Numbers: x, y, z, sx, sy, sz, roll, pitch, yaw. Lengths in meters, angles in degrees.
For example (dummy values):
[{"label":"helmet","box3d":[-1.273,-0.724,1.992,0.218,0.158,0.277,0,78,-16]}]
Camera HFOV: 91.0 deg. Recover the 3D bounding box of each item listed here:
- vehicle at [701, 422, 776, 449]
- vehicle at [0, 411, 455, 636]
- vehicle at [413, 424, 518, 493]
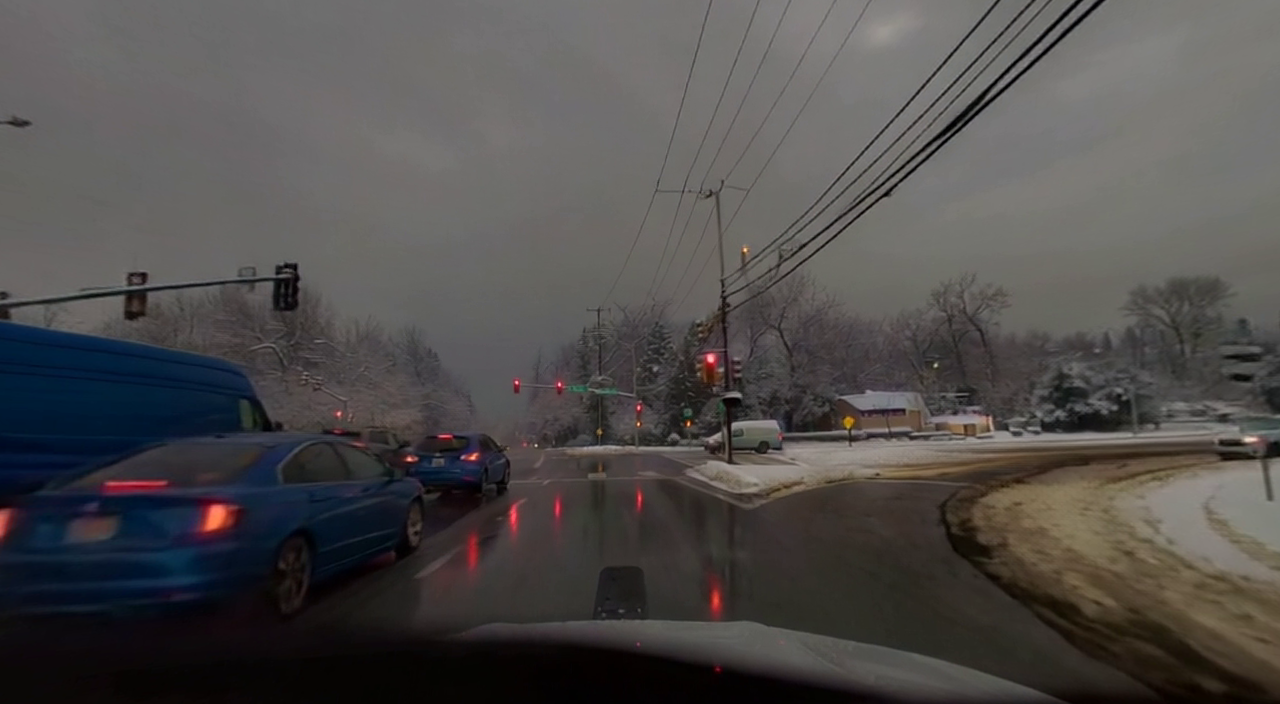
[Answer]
[{"label":"vehicle","box3d":[6.604,5.642,42.321,4.884,1.714,2.021,-1,-9,9]},{"label":"vehicle","box3d":[-3.581,1.499,6.556,2.019,1.485,4.565,0,-9,-1]},{"label":"vehicle","box3d":[-4.415,2.767,16.521,1.815,1.569,3.940,1,-9,-3]}]
